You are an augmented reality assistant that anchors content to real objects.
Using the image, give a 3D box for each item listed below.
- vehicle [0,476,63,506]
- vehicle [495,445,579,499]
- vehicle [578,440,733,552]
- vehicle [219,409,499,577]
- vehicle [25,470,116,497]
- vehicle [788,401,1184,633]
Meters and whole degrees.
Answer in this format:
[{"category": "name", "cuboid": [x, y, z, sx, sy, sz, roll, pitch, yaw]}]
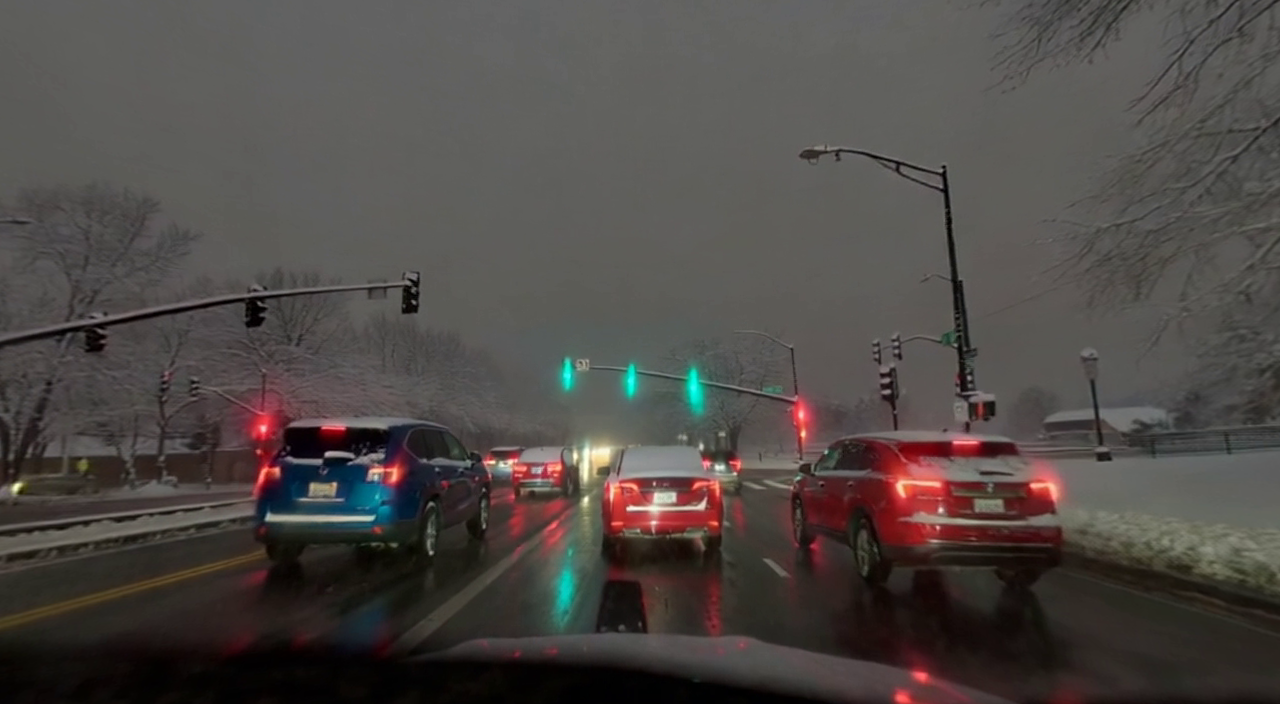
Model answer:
[{"category": "vehicle", "cuboid": [-34.678, 7.548, 34.280, 4.401, 1.464, 1.980, 0, -8, 2]}, {"category": "vehicle", "cuboid": [-3.120, 3.704, 19.854, 1.868, 1.516, 4.114, 0, -8, 1]}, {"category": "vehicle", "cuboid": [0.161, 2.192, 10.325, 2.051, 1.460, 3.932, 0, -8, -1]}, {"category": "vehicle", "cuboid": [-3.479, 1.812, 8.872, 1.889, 1.767, 4.289, 0, -8, 1]}, {"category": "vehicle", "cuboid": [-39.679, 9.146, 43.780, 4.659, 1.763, 1.857, -1, -8, 6]}, {"category": "vehicle", "cuboid": [3.153, 1.579, 7.073, 1.880, 1.747, 4.500, 0, -8, 0]}]
